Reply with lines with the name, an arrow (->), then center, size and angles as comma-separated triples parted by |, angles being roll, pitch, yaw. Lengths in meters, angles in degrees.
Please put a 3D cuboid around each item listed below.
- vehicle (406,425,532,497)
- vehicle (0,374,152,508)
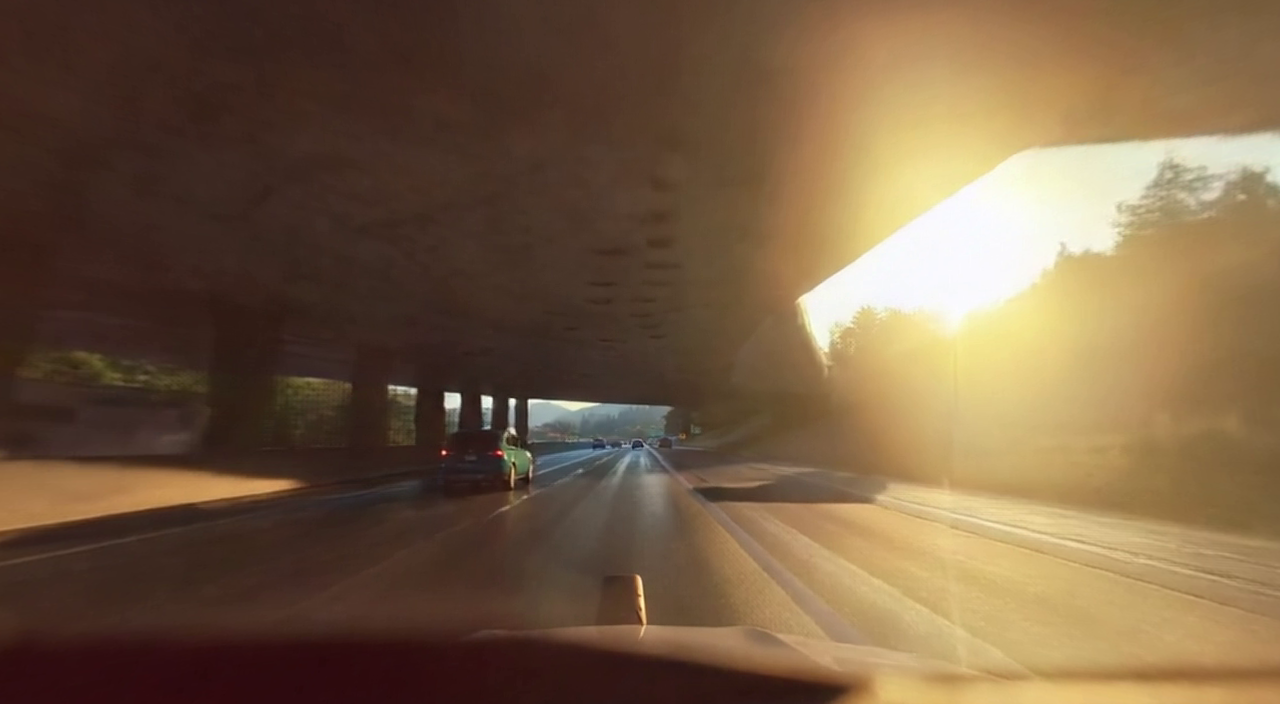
vehicle -> -4.374, 2.871, 16.897 | 2.125, 1.662, 4.336 | 0, -8, 1
vehicle -> -17.243, 2.043, 14.345 | 2.936, 3.275, 11.845 | 0, -8, -1
